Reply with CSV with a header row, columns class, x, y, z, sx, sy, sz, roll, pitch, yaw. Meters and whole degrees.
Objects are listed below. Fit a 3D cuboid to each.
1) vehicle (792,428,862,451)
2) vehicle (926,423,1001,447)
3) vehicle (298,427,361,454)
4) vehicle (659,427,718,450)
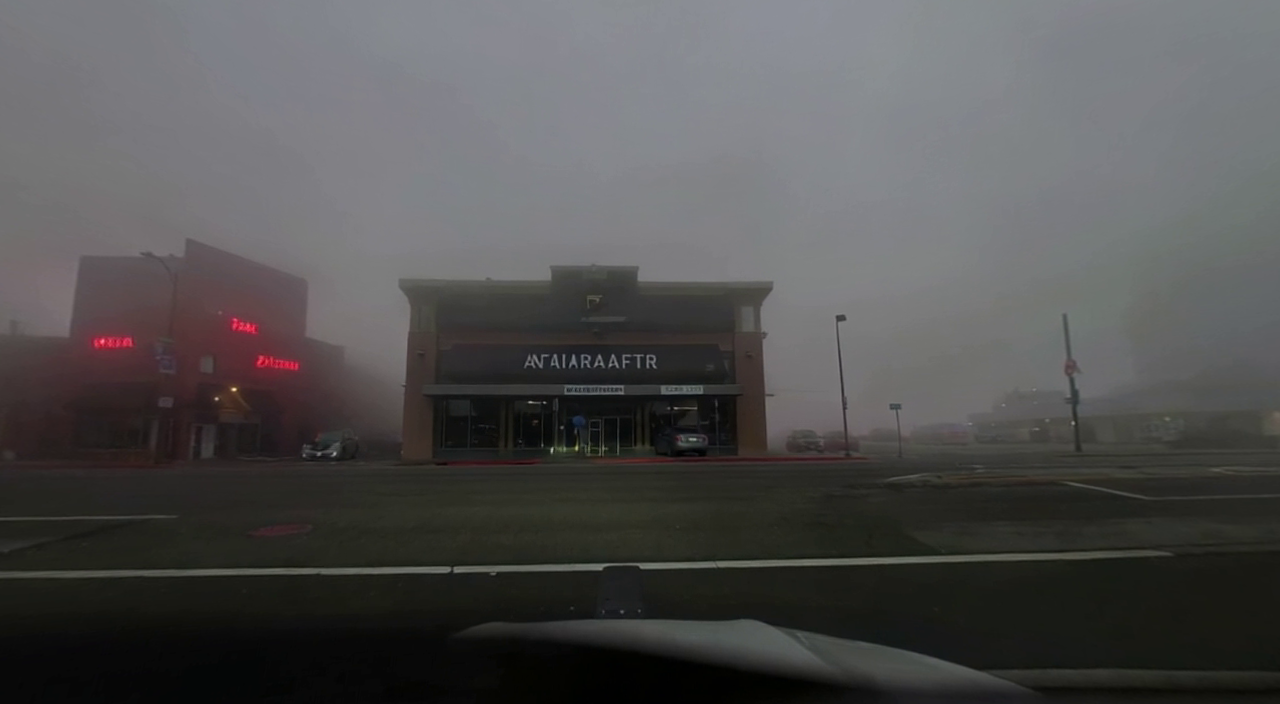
class,x,y,z,sx,sy,sz,roll,pitch,yaw
vehicle,12.595,5.947,42.870,1.791,1.453,4.593,5,-10,-29
vehicle,25.242,6.550,49.407,4.838,1.799,1.914,-7,-11,38
vehicle,-20.385,5.818,41.390,4.596,1.680,1.936,-7,-11,41
vehicle,3.206,5.903,42.922,1.812,1.468,4.519,5,-10,-29
